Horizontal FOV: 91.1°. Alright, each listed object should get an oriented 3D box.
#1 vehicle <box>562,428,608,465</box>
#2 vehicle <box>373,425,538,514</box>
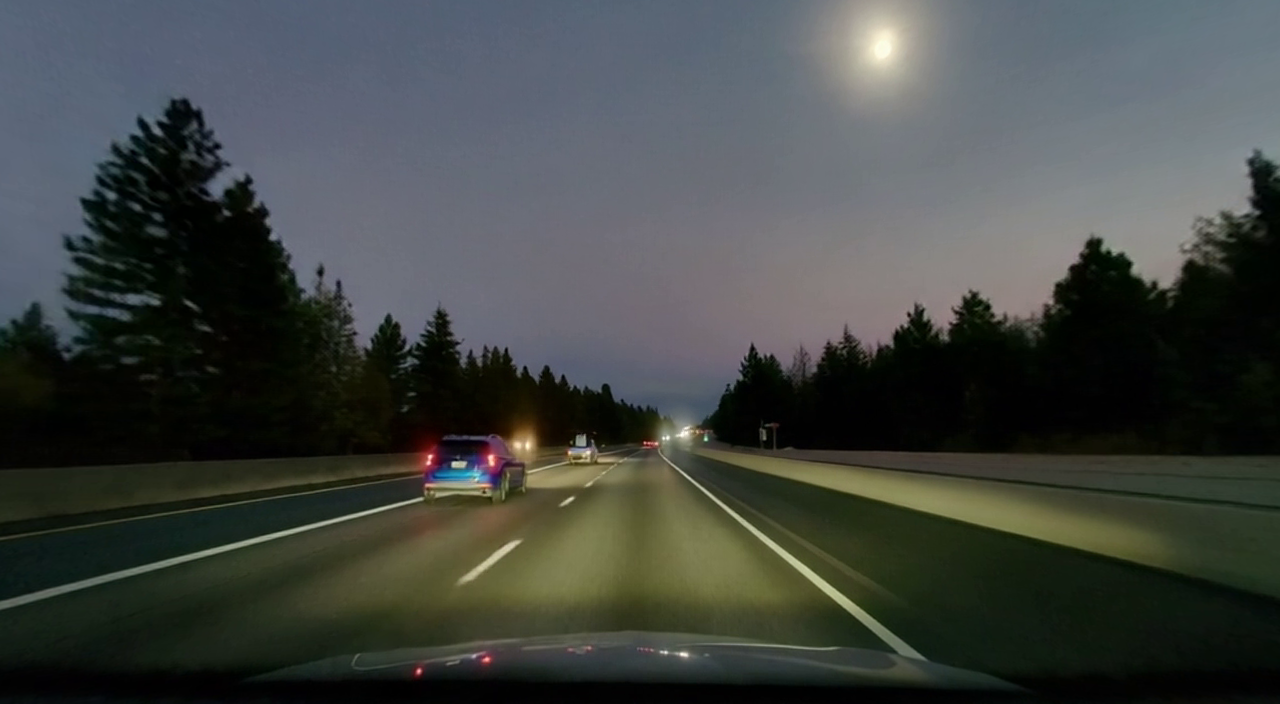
[{"bbox_3d":[-3.301,5.823,38.593,2.241,2.095,4.985,0,-8,2],"label":"vehicle"},{"bbox_3d":[-3.705,2.462,13.677,2.053,1.589,4.671,0,-8,1],"label":"vehicle"}]
